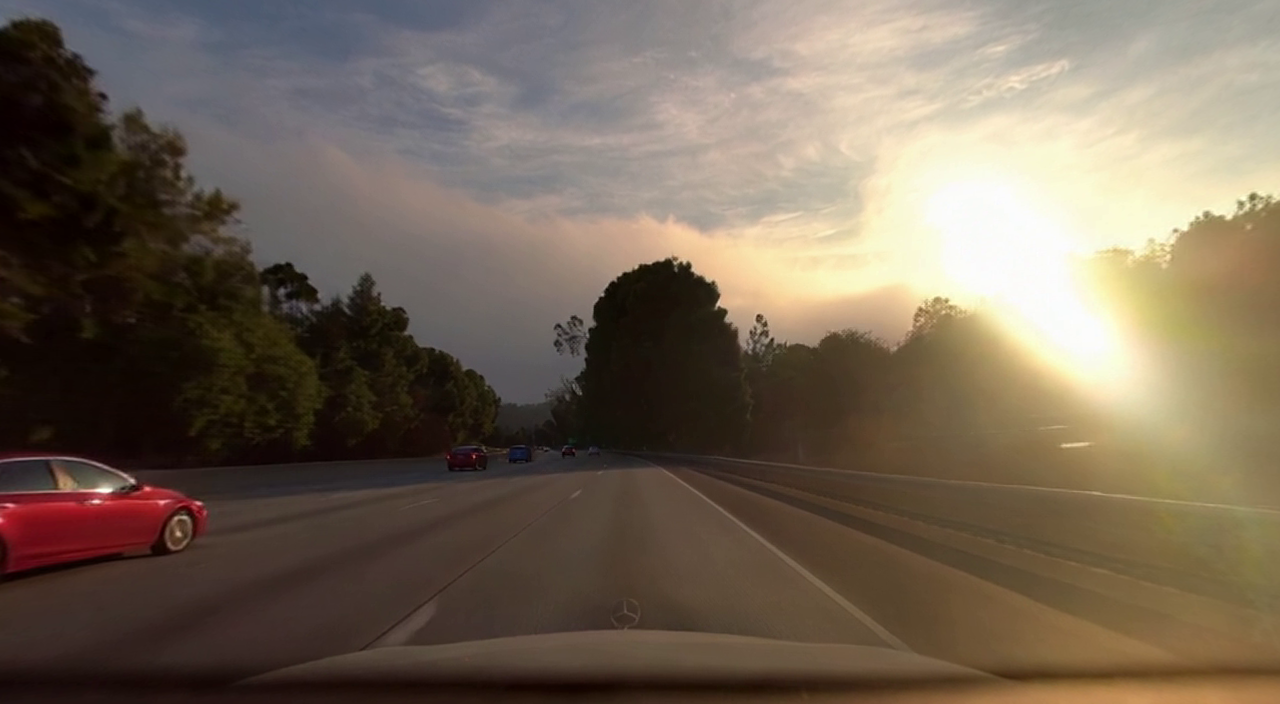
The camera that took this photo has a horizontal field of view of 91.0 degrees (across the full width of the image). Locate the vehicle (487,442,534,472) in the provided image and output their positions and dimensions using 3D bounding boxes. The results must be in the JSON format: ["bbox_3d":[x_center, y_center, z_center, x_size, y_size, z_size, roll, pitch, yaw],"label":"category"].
[{"bbox_3d":[-7.827,6.374,38.402,2.060,1.680,4.255,0,-9,-2],"label":"vehicle"}]

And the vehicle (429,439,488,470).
[{"bbox_3d":[-12.071,6.834,42.275,2.425,1.926,5.584,0,-9,-2],"label":"vehicle"}]

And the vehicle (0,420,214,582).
[{"bbox_3d":[-7.450,1.586,6.939,2.133,1.586,4.869,0,-9,-1],"label":"vehicle"}]
